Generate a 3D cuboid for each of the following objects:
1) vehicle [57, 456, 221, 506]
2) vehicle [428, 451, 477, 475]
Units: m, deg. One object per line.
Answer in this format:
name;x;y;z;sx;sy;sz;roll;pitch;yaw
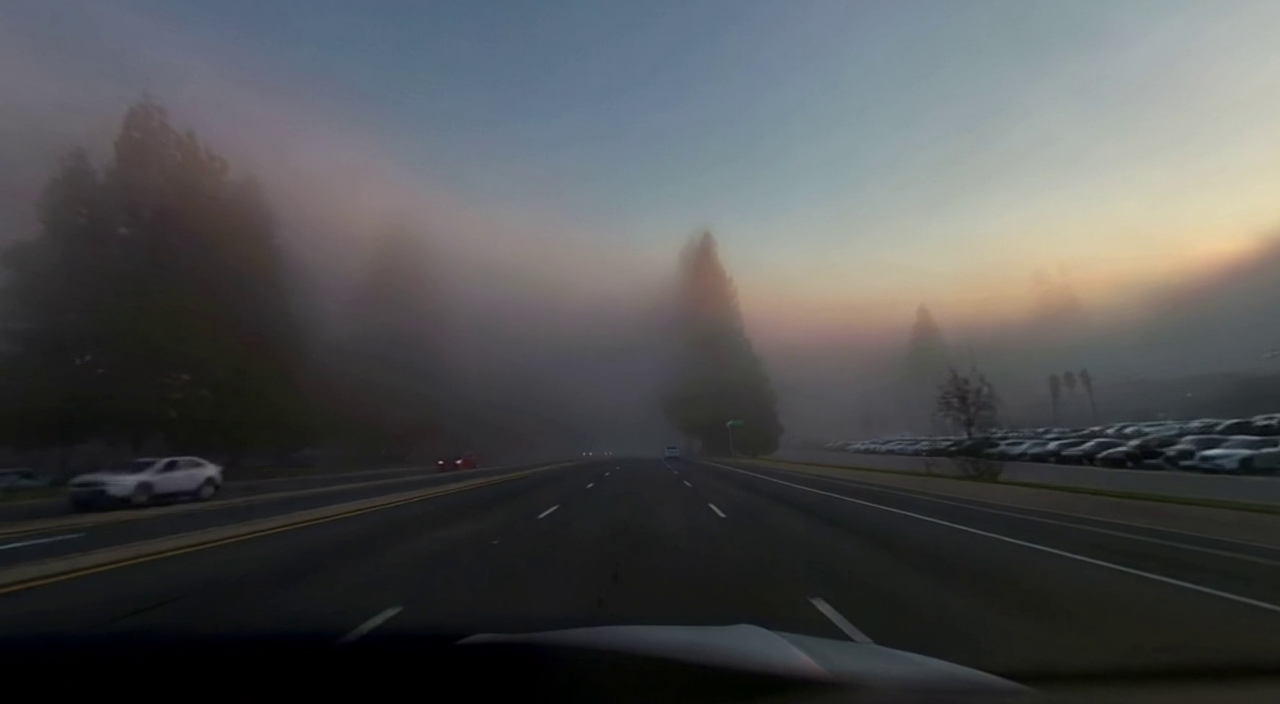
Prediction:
vehicle;-17.438;4.488;22.379;1.907;1.483;4.643;0;-8;2
vehicle;-12.934;7.678;43.933;1.863;1.456;4.579;0;-8;2
